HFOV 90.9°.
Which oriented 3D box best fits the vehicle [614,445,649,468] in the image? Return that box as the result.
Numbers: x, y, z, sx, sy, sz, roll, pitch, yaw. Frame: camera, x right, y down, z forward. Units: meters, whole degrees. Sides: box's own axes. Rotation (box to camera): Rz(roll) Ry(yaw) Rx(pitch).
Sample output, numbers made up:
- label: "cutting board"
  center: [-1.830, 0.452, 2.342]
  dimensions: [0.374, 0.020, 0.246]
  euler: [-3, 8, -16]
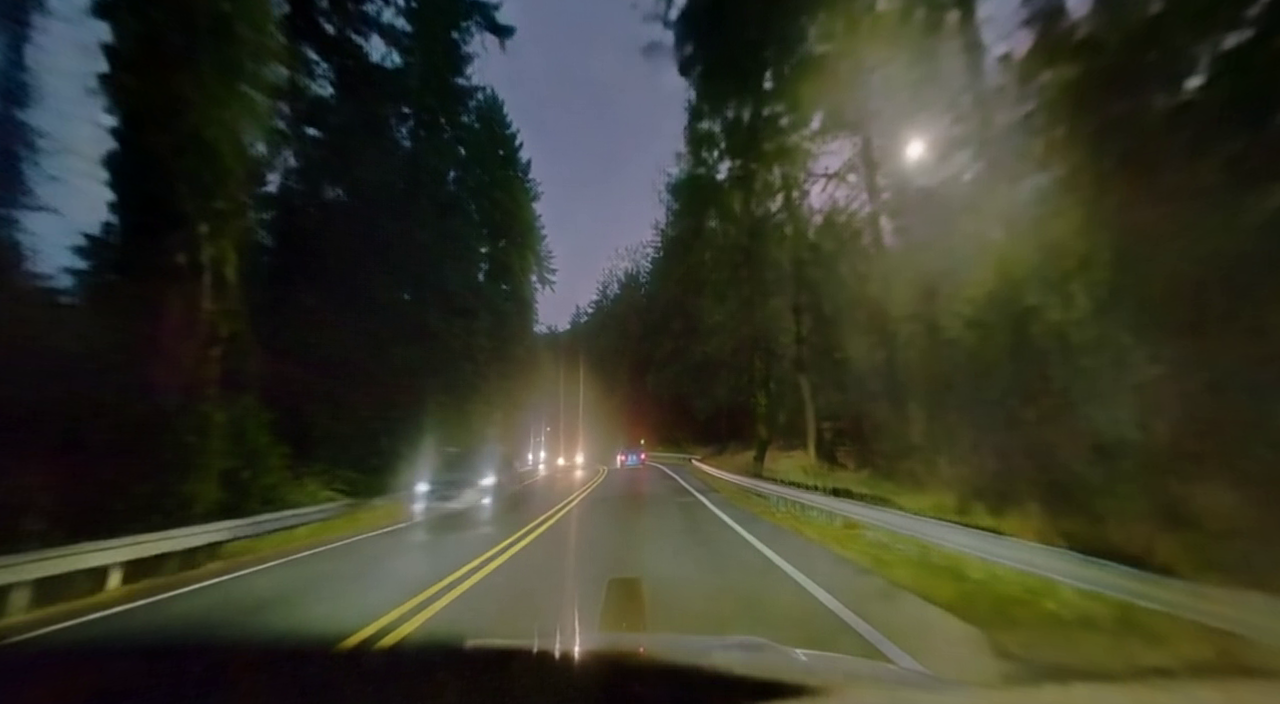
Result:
- label: "vehicle"
  center: [-0.652, 7.142, 43.249]
  dimensions: [2.120, 1.491, 4.349]
  euler: [1, -8, -5]

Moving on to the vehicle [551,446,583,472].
- label: "vehicle"
  center: [-5.542, 8.173, 48.558]
  dimensions: [2.319, 1.864, 4.569]
  euler: [1, -8, -5]

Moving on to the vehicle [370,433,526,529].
- label: "vehicle"
  center: [-4.212, 2.888, 14.891]
  dimensions: [2.066, 1.827, 5.178]
  euler: [0, -8, 0]
